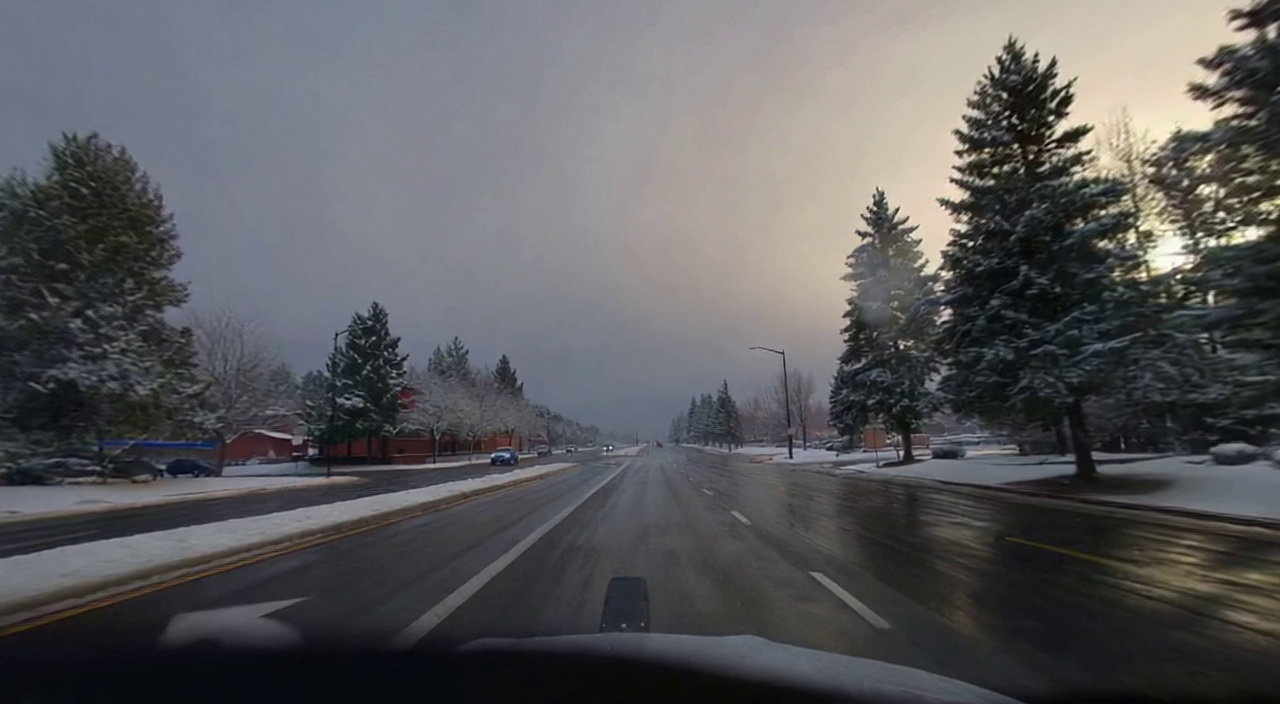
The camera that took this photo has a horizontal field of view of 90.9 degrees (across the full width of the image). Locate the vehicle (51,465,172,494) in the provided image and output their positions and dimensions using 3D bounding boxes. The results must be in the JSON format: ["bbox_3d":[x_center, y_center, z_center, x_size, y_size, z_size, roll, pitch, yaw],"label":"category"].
[{"bbox_3d":[-28.884,6.973,34.589,4.678,1.384,1.920,1,-8,-7],"label":"vehicle"}]
